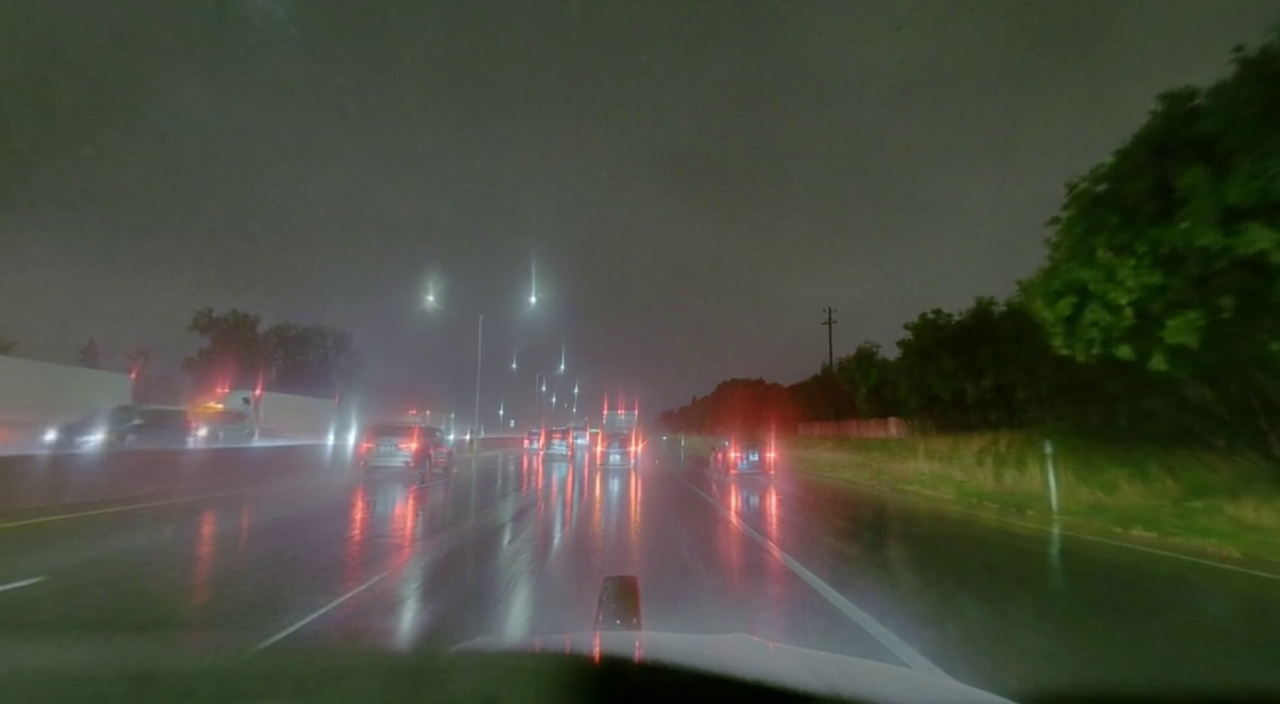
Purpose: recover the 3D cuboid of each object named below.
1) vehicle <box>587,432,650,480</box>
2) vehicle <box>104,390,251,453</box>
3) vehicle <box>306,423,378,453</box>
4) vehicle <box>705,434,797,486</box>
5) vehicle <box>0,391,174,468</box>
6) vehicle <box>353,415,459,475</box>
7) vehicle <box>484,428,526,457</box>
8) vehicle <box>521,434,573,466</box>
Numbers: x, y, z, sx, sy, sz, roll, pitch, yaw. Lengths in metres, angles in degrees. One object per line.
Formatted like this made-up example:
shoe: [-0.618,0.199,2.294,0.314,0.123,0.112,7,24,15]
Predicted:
vehicle: [-0.723,3.521,21.573,1.980,1.478,3.758,0,-8,-2]
vehicle: [-19.515,3.025,26.949,2.297,2.410,5.389,0,-8,-2]
vehicle: [-15.913,4.625,33.816,1.977,1.542,4.157,0,-8,-3]
vehicle: [3.444,3.432,20.426,1.981,1.474,4.396,0,-8,-3]
vehicle: [-15.017,2.085,16.754,1.919,1.761,4.413,0,-8,-2]
vehicle: [-8.413,3.395,23.180,2.158,1.943,4.662,0,-8,-1]
vehicle: [-9.105,6.147,42.775,1.992,1.838,4.493,0,-8,-2]
vehicle: [-4.608,4.905,31.822,2.046,1.493,4.384,0,-8,-1]
